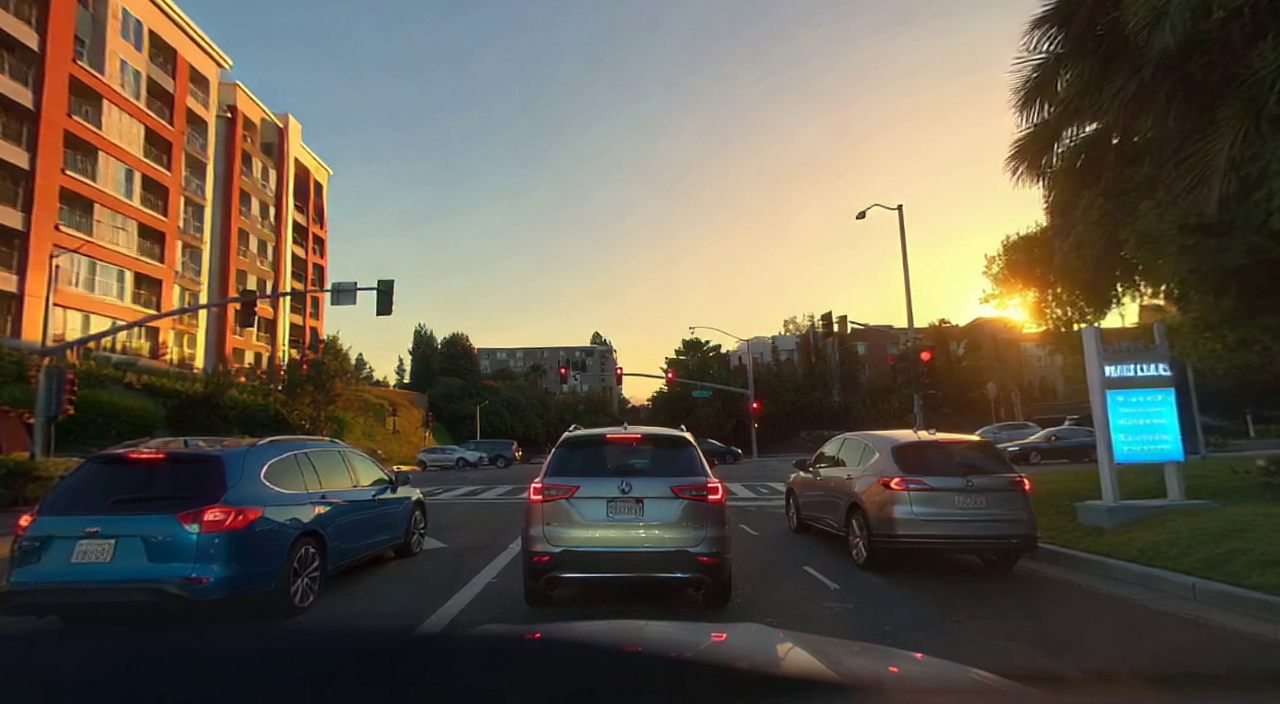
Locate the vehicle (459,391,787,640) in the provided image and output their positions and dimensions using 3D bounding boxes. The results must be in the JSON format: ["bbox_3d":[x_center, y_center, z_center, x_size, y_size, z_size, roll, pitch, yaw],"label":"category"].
[{"bbox_3d":[-0.128,1.414,6.440,2.195,1.662,4.262,0,-8,0],"label":"vehicle"}]

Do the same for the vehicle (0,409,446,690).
[{"bbox_3d":[-3.545,1.423,5.820,1.906,1.524,4.547,0,-8,2],"label":"vehicle"}]

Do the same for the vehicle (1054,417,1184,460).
[{"bbox_3d":[23.125,4.208,30.580,4.583,2.019,2.147,1,-9,-4],"label":"vehicle"}]

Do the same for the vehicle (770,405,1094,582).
[{"bbox_3d":[3.220,1.662,8.253,2.004,1.646,4.554,0,-8,-1],"label":"vehicle"}]
